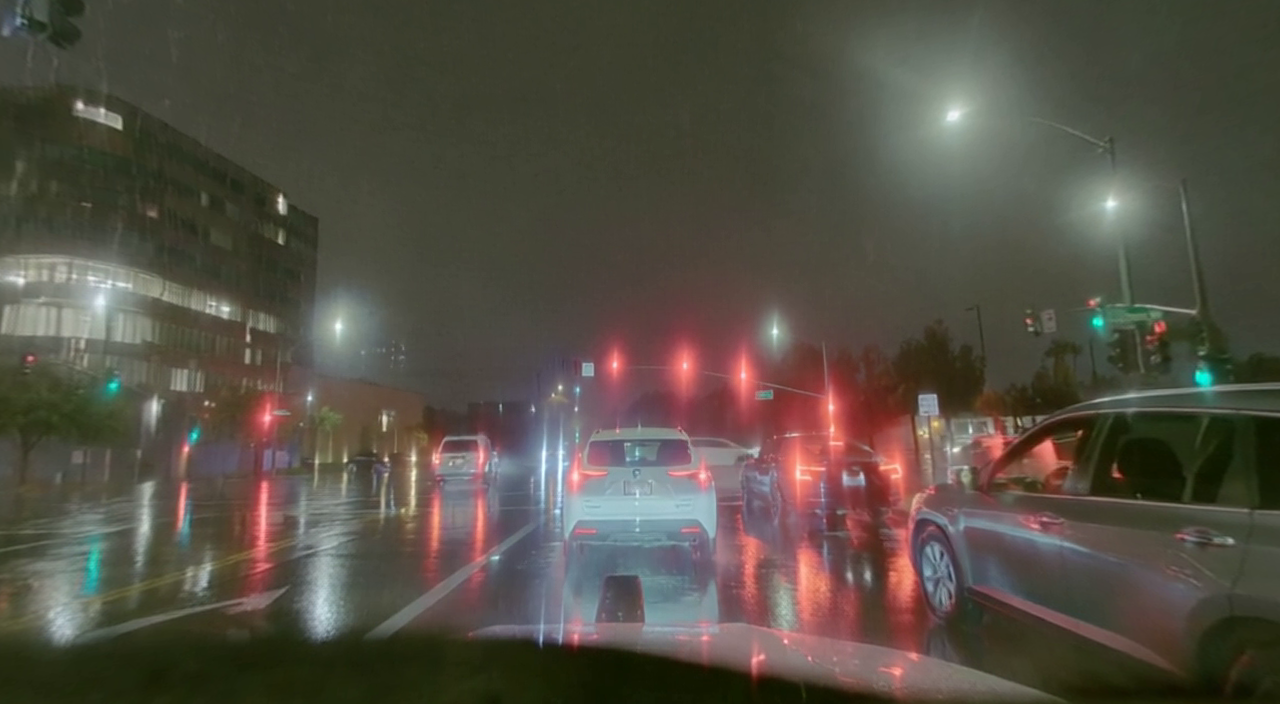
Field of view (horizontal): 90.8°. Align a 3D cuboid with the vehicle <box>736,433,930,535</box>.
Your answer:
[{"bbox_3d":[3.163,2.257,11.465,2.001,1.463,4.398,0,-8,-2],"label":"vehicle"}]

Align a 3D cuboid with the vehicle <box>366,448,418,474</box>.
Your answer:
[{"bbox_3d":[-18.775,8.244,48.125,2.026,1.836,4.726,0,-8,0],"label":"vehicle"}]

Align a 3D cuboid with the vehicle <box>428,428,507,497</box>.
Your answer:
[{"bbox_3d":[-5.273,3.323,19.412,2.021,1.837,4.448,2,-9,-15],"label":"vehicle"}]

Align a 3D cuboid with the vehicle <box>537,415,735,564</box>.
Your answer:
[{"bbox_3d":[-0.089,1.828,9.088,2.188,1.637,4.027,0,-9,-1],"label":"vehicle"}]

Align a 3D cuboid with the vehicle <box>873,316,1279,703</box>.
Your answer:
[{"bbox_3d":[3.007,0.904,2.972,2.103,1.701,4.294,0,-9,-1],"label":"vehicle"}]
